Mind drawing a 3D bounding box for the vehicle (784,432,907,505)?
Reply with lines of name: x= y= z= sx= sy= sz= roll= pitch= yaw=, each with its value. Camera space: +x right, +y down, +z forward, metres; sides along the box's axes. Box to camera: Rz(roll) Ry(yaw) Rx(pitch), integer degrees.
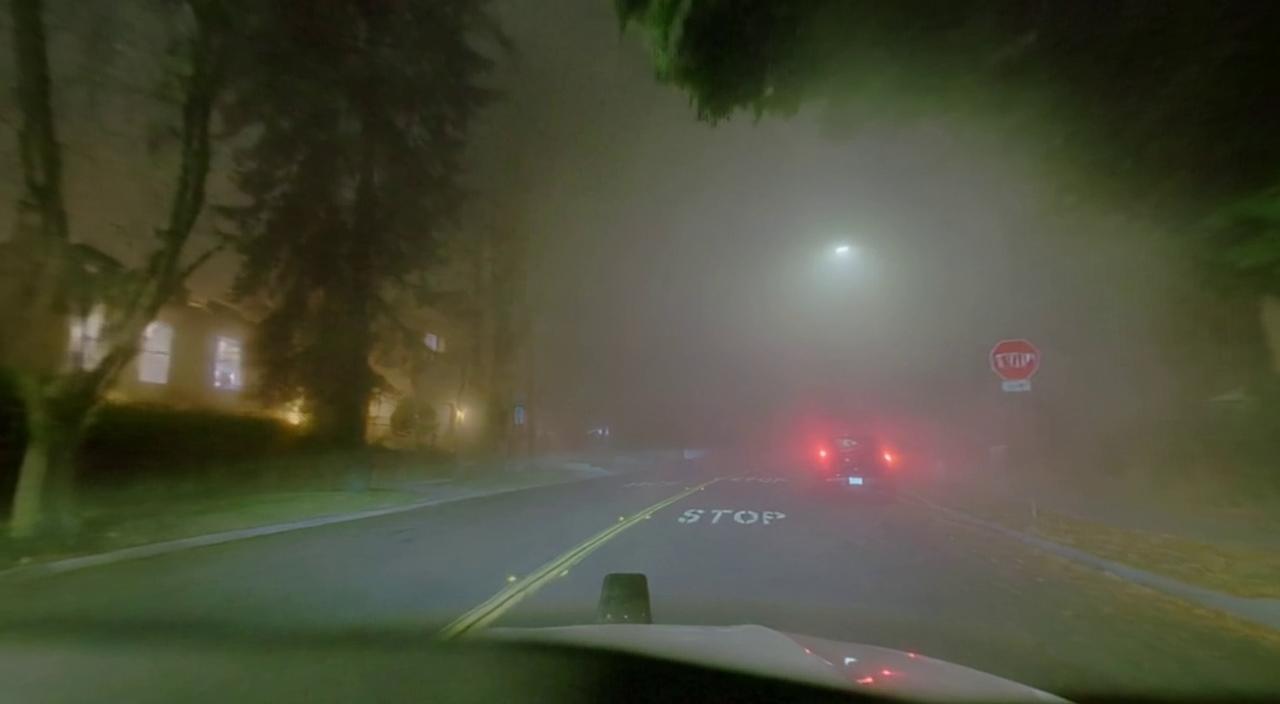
vehicle: x=5.421 y=3.044 z=17.044 sx=2.692 sy=1.649 sz=4.689 roll=-2 pitch=-9 yaw=15
